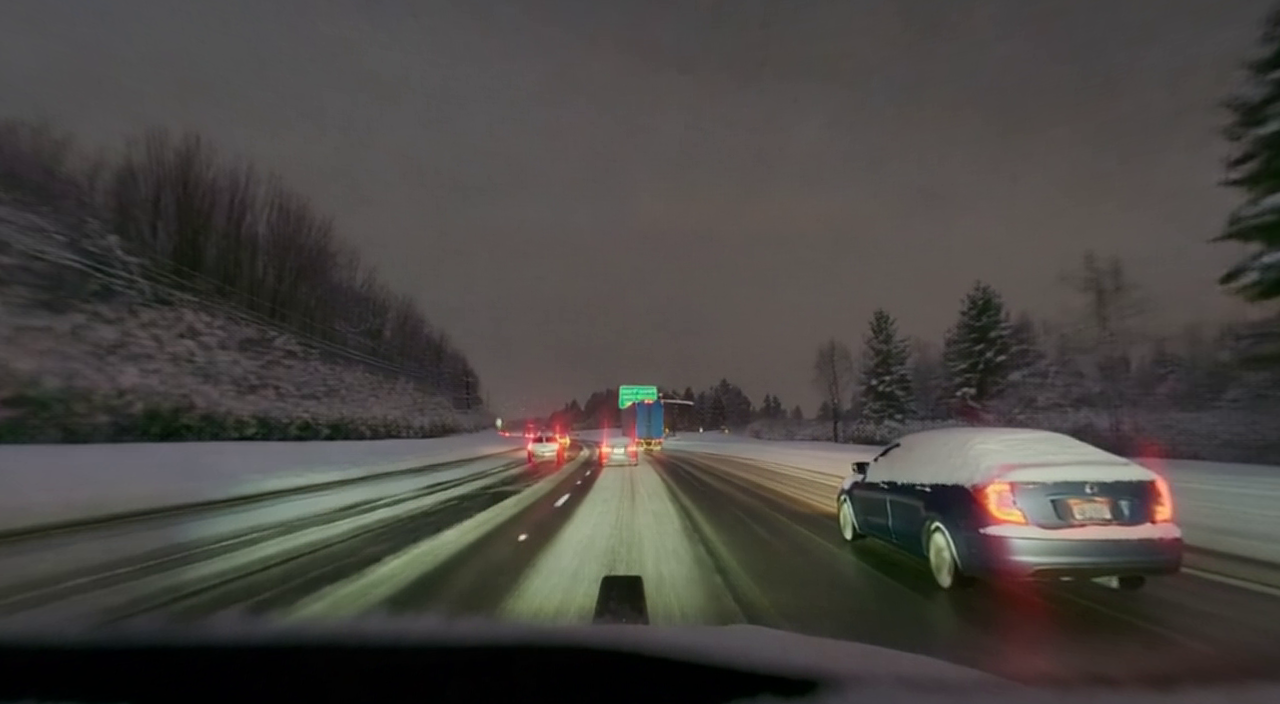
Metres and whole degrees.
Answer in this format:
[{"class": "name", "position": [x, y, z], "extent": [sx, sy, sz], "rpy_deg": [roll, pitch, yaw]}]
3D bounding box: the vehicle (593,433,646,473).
[{"class": "vehicle", "position": [-0.837, 4.135, 26.020], "extent": [2.020, 1.516, 3.951], "rpy_deg": [0, -9, -2]}]

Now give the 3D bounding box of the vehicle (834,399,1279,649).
[{"class": "vehicle", "position": [3.517, 1.347, 5.972], "extent": [1.971, 1.472, 4.301], "rpy_deg": [0, -9, 0]}]

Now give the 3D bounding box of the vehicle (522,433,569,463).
[{"class": "vehicle", "position": [-5.107, 5.271, 34.675], "extent": [2.072, 1.512, 4.043], "rpy_deg": [0, -9, -2]}]
